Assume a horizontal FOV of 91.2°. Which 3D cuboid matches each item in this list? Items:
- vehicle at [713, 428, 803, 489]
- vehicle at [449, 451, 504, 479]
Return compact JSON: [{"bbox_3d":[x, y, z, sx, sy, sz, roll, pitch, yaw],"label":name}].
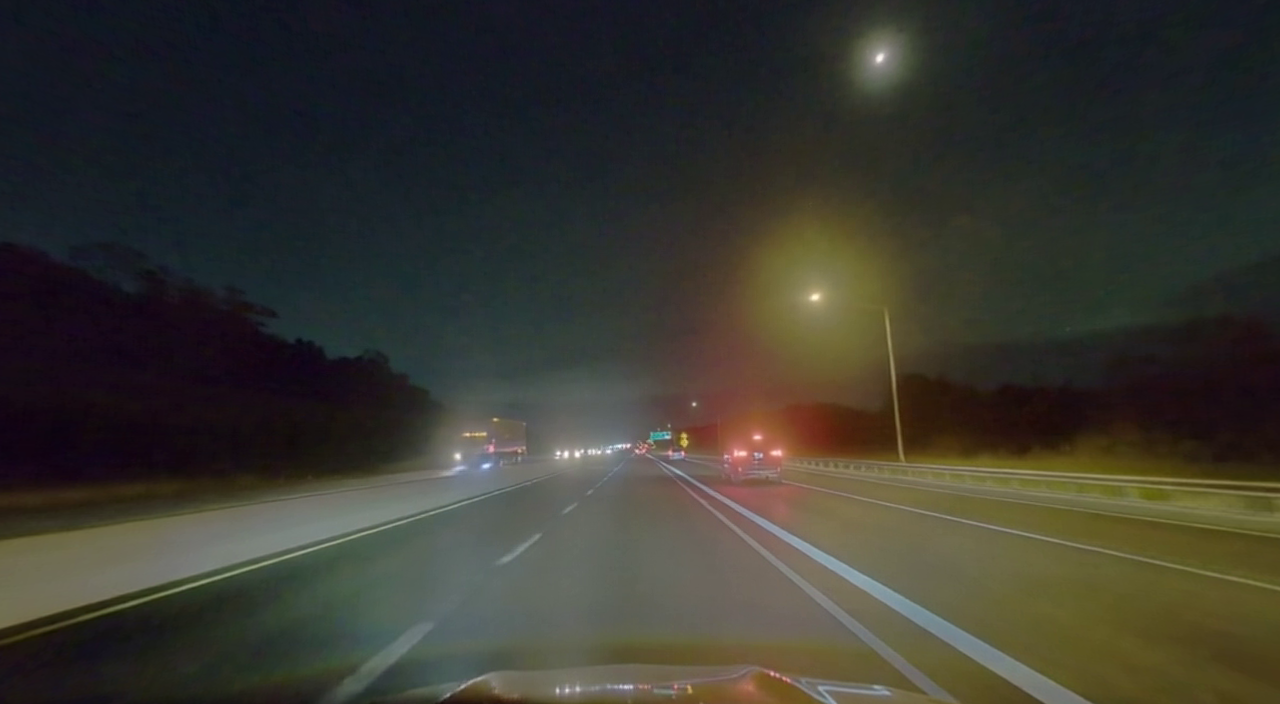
[{"bbox_3d":[4.038,3.790,22.488,2.177,1.914,5.245,0,-9,0],"label":"vehicle"},{"bbox_3d":[-9.319,6.440,36.061,1.967,1.492,4.280,0,-9,0],"label":"vehicle"}]
